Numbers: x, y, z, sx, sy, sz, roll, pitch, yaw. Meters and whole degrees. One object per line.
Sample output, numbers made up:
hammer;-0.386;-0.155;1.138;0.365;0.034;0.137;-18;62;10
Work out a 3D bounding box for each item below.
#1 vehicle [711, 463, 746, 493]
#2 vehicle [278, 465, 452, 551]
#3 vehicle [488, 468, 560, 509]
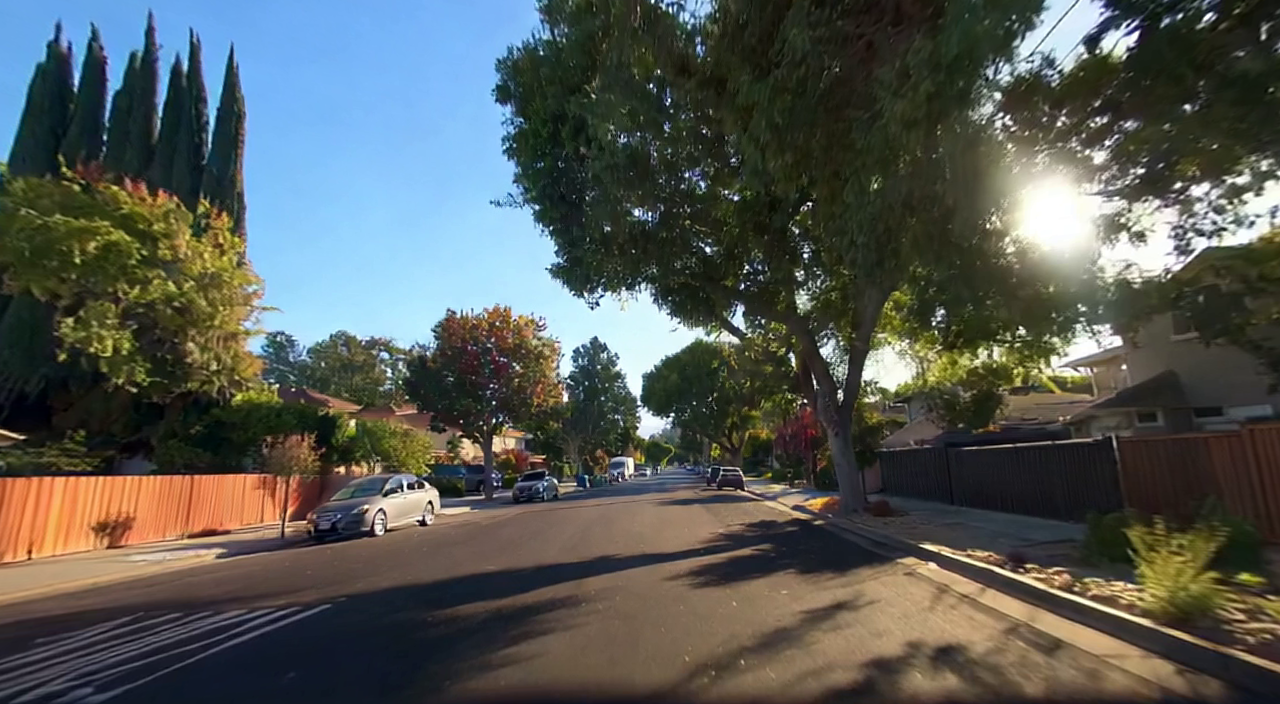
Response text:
vehicle;5.095;7.269;36.668;1.903;1.500;4.057;-1;-9;7
vehicle;-6.591;3.750;15.820;2.061;1.466;4.660;-4;-8;4
vehicle;-5.440;6.461;30.269;2.062;1.500;4.629;-4;-8;6
